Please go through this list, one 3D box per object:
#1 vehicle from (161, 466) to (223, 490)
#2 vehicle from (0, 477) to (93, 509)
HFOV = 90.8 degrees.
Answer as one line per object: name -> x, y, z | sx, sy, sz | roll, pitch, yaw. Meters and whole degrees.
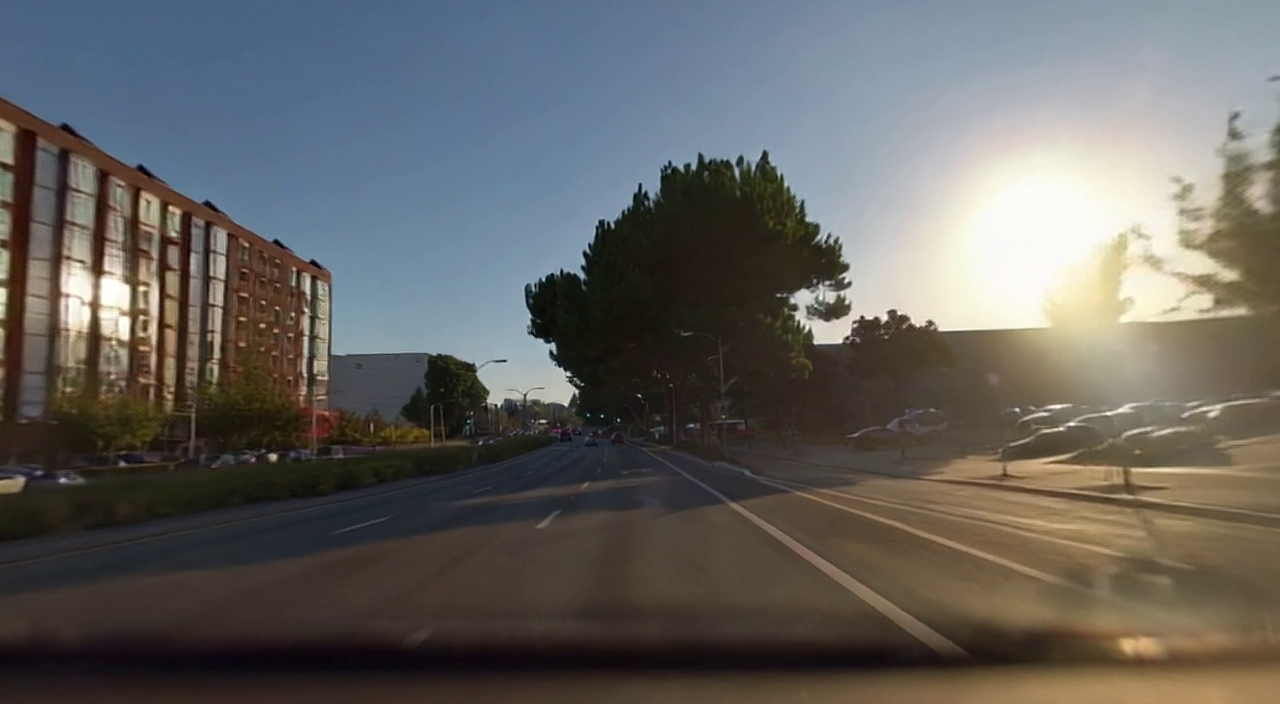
vehicle -> -32.966, 9.274, 46.628 | 1.794, 1.427, 3.715 | 3, -8, 0
vehicle -> -32.869, 7.696, 34.791 | 1.743, 1.435, 4.183 | 0, -9, -1
